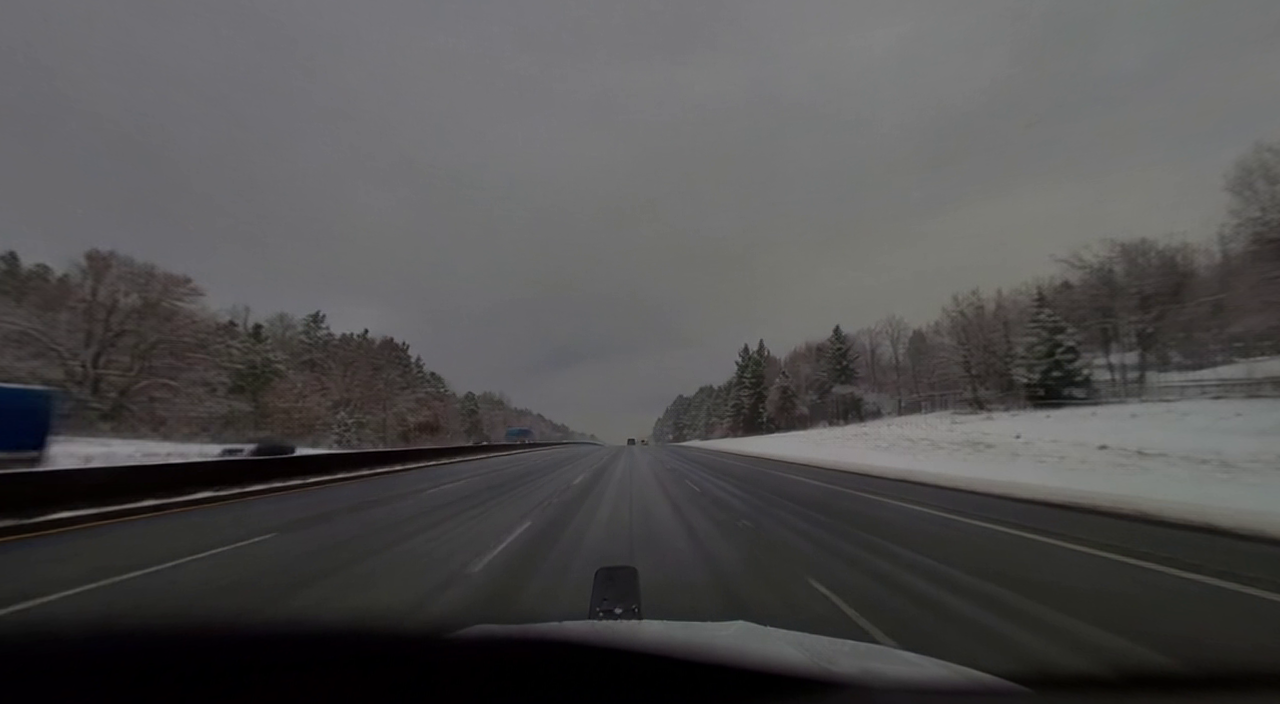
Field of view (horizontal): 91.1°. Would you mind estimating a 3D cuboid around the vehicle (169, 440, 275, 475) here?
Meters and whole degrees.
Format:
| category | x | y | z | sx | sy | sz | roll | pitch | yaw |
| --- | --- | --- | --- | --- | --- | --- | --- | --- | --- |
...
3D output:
| category | x | y | z | sx | sy | sz | roll | pitch | yaw |
| --- | --- | --- | --- | --- | --- | --- | --- | --- | --- |
| vehicle | -19.966 | 5.005 | 30.315 | 2.008 | 1.529 | 4.678 | 0 | -8 | -2 |
